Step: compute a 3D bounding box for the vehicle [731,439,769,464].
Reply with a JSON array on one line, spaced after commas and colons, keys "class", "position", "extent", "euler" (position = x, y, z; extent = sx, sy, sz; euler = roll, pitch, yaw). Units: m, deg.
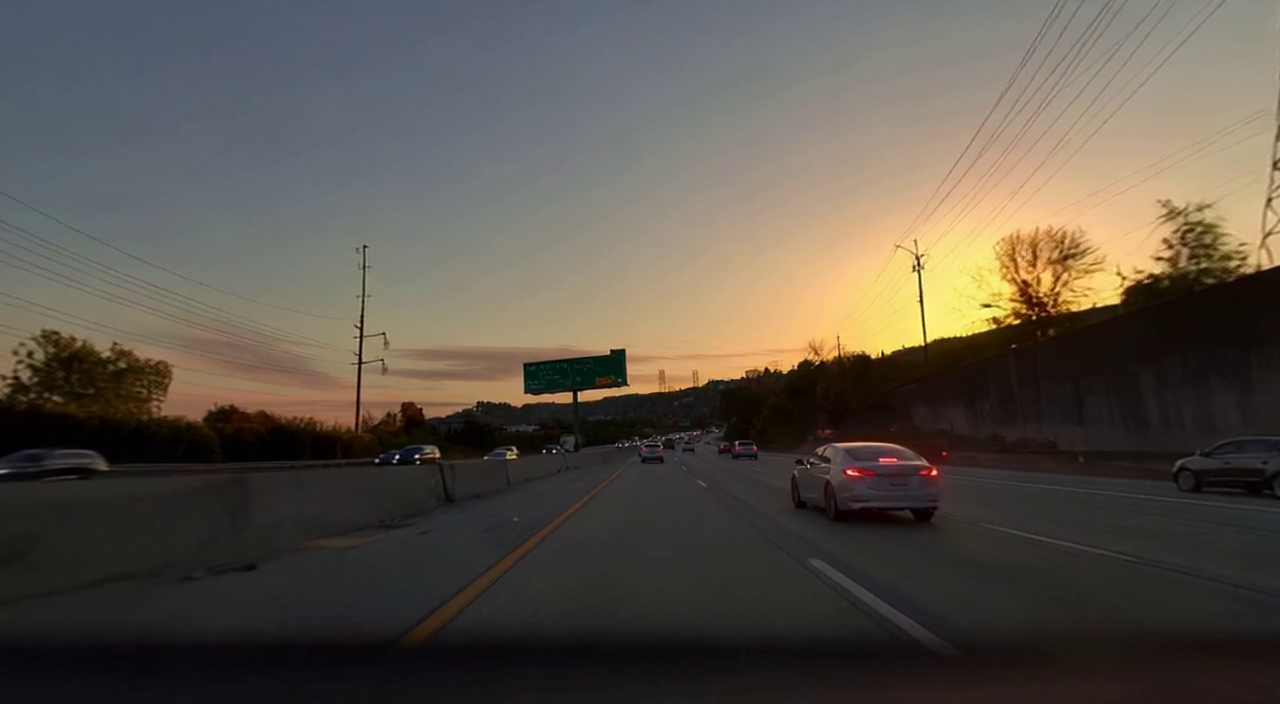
[{"class": "vehicle", "position": [8.255, 7.524, 47.788], "extent": [2.041, 1.821, 4.562], "euler": [0, -8, 0]}]

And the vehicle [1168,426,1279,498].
[{"class": "vehicle", "position": [15.910, 2.674, 15.452], "extent": [1.932, 1.660, 4.583], "euler": [0, -8, 0]}]

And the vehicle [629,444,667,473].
[{"class": "vehicle", "position": [0.472, 6.021, 35.941], "extent": [2.042, 1.581, 3.769], "euler": [0, -8, 1]}]

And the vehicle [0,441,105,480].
[{"class": "vehicle", "position": [-20.673, 3.560, 20.903], "extent": [1.767, 1.188, 4.702], "euler": [0, -8, 0]}]

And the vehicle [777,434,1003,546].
[{"class": "vehicle", "position": [3.852, 2.180, 10.738], "extent": [1.986, 1.478, 4.429], "euler": [0, -8, 0]}]

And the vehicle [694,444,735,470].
[{"class": "vehicle", "position": [4.351, 6.195, 37.370], "extent": [1.936, 1.465, 4.060], "euler": [0, -8, 0]}]

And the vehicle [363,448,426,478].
[{"class": "vehicle", "position": [-15.178, 6.861, 39.310], "extent": [2.011, 1.768, 4.345], "euler": [0, -8, 3]}]

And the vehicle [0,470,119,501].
[{"class": "vehicle", "position": [-20.645, 4.356, 20.585], "extent": [2.456, 0.778, 5.571], "euler": [0, -8, 2]}]

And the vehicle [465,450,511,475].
[{"class": "vehicle", "position": [-9.974, 7.255, 41.689], "extent": [1.854, 1.471, 4.412], "euler": [0, -8, 2]}]
